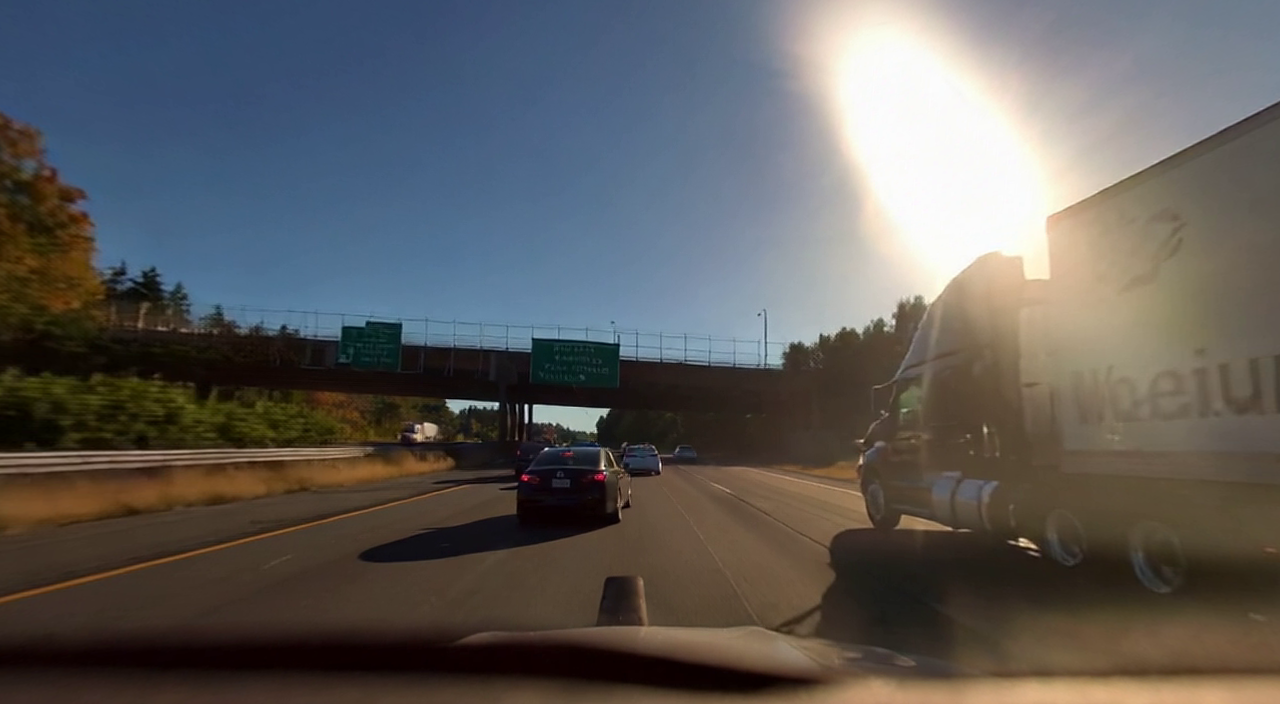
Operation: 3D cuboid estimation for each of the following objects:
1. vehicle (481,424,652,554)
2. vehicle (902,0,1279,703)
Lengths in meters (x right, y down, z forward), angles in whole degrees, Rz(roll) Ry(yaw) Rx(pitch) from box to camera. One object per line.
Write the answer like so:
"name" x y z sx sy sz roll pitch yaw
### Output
"vehicle" -0.880 1.981 9.678 2.038 1.582 3.729 -1 -9 2
"vehicle" 4.895 -0.503 1.018 2.825 4.043 14.051 0 -9 0
